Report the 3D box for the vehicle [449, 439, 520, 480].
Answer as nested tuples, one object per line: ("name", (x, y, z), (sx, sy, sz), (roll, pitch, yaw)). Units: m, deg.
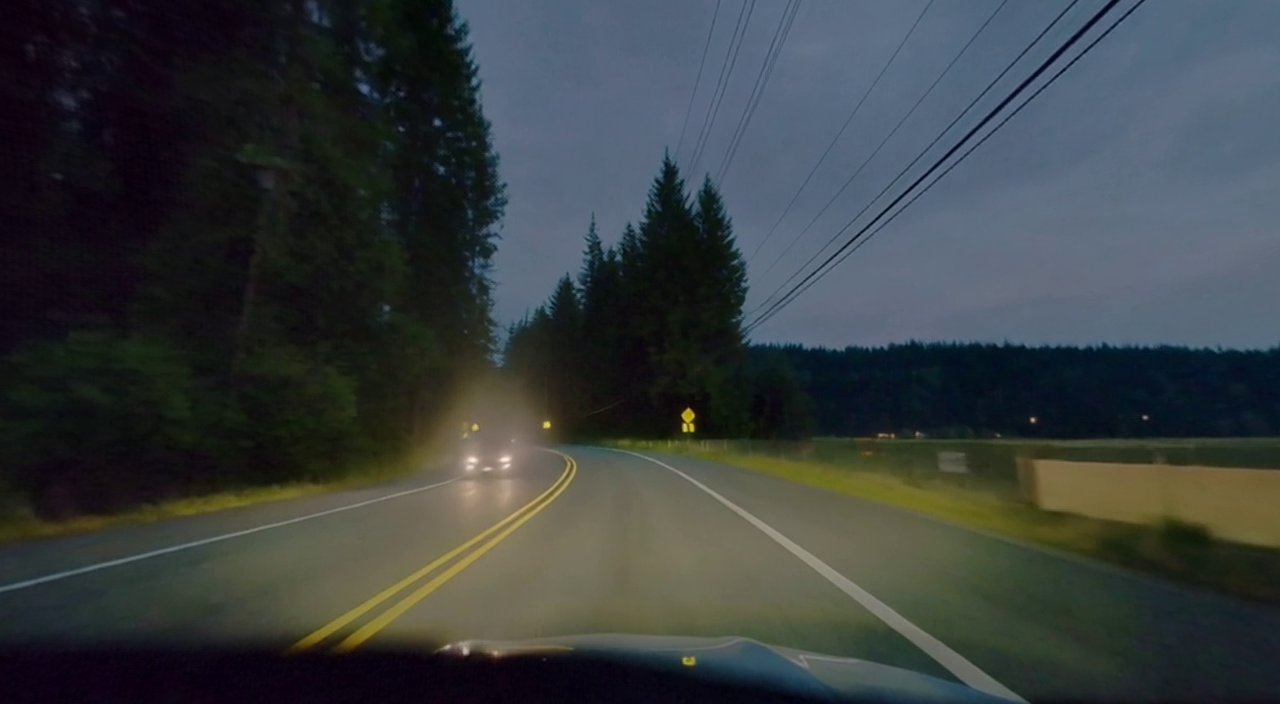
("vehicle", (-6.173, 4.323, 25.629), (2.060, 1.466, 4.263), (0, -9, -4))
